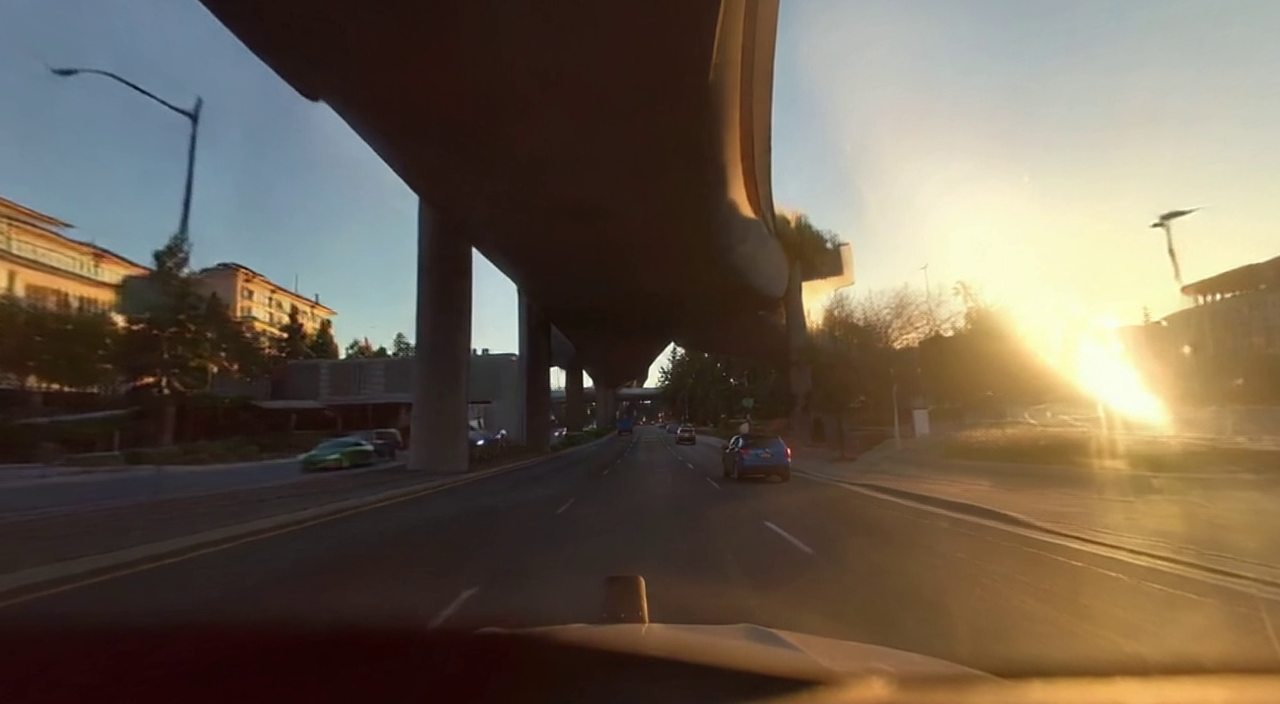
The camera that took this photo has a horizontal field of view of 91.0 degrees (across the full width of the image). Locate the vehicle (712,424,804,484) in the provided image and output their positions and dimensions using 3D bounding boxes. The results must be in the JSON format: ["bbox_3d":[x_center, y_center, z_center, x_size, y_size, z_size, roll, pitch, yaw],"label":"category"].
[{"bbox_3d":[3.677,3.287,20.556,2.110,1.712,4.489,0,-8,0],"label":"vehicle"}]

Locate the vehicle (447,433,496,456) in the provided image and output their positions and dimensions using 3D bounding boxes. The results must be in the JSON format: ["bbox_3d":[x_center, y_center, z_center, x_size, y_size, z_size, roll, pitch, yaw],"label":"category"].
[{"bbox_3d":[-11.372,6.290,42.869,1.909,1.486,4.590,0,-8,2],"label":"vehicle"}]

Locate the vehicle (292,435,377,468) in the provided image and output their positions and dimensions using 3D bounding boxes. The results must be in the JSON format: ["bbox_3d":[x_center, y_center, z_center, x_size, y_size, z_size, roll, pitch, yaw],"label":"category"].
[{"bbox_3d":[-14.932,4.898,31.106,1.885,1.497,4.494,0,-8,1],"label":"vehicle"}]
